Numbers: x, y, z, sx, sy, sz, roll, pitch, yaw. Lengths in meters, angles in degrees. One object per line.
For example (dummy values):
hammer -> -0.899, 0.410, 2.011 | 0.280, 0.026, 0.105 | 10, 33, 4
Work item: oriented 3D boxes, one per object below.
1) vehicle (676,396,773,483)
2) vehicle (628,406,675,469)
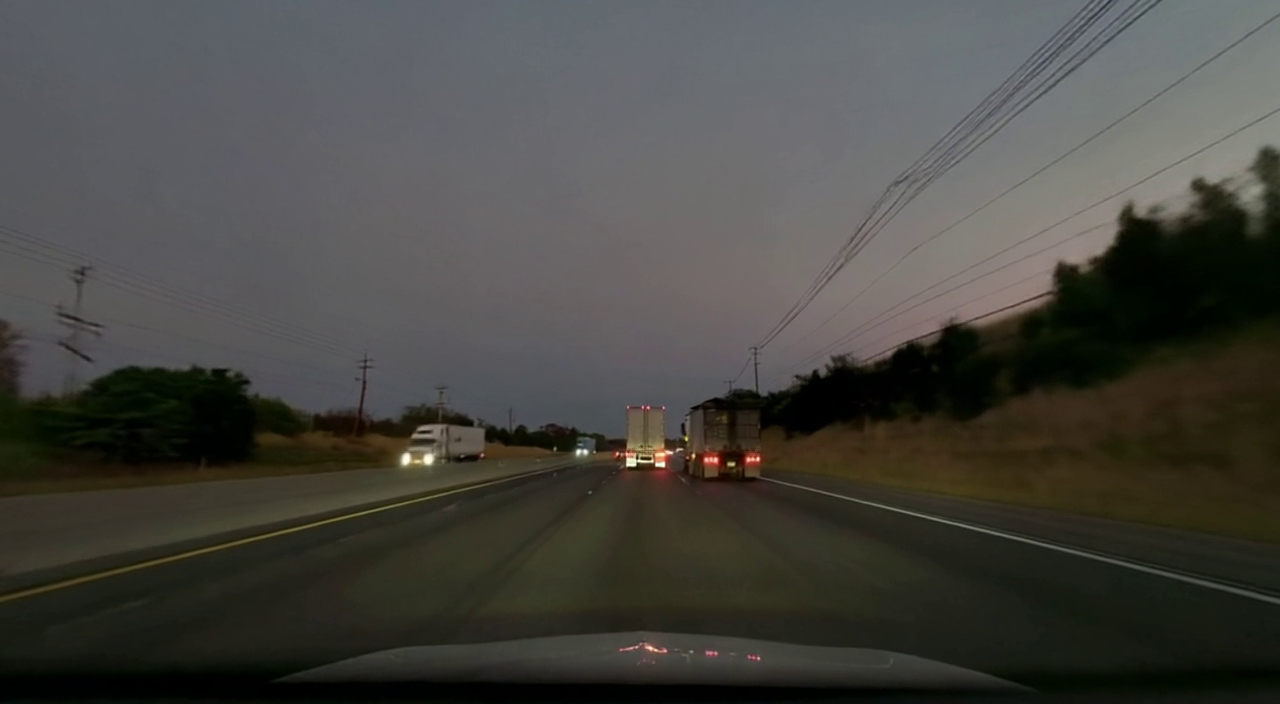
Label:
vehicle -> 3.568, 4.143, 29.250 | 2.938, 3.378, 8.820 | 0, -9, -2
vehicle -> 0.619, 6.574, 47.397 | 2.997, 4.076, 13.224 | 0, -9, -1
